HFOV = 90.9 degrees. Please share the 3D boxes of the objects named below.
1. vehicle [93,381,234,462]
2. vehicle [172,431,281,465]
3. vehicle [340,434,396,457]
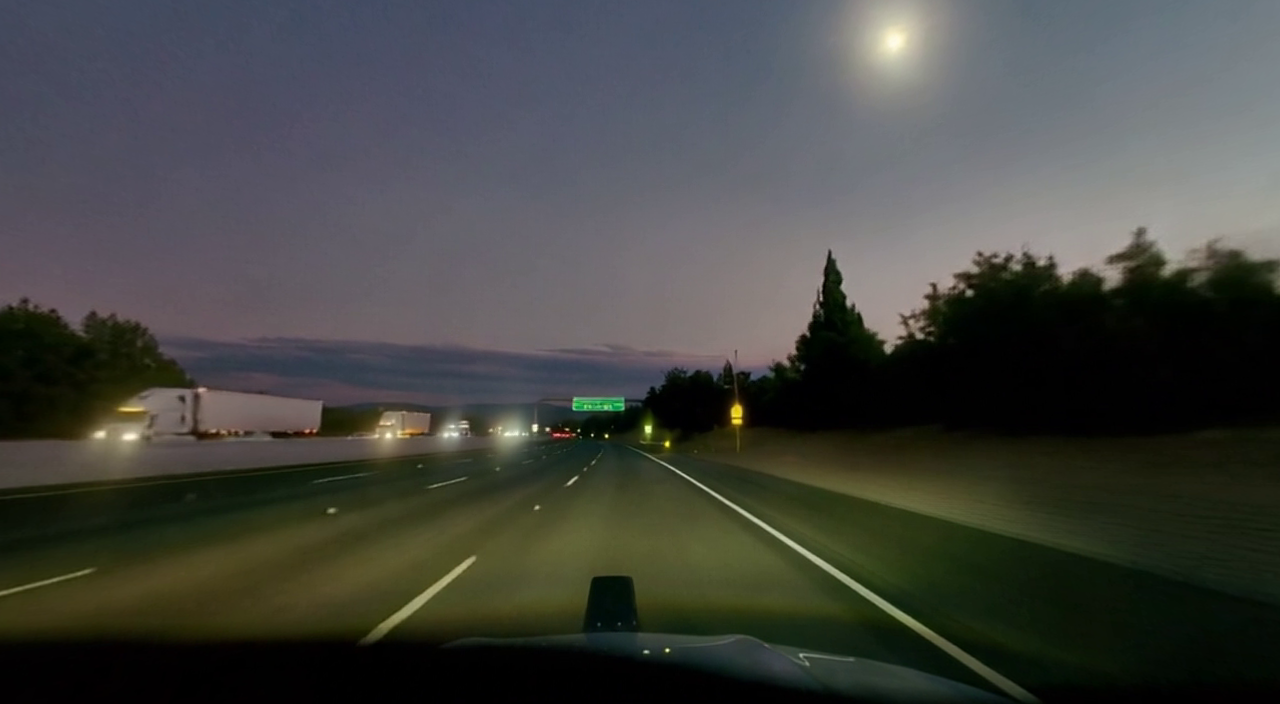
[{"bbox_3d":[-25.672,3.846,34.395,2.991,3.997,5.882,0,-8,-2],"label":"vehicle"},{"bbox_3d":[-18.239,4.250,28.118,1.982,1.414,4.336,0,-8,-1],"label":"vehicle"},{"bbox_3d":[-18.189,6.263,42.347,1.886,1.449,4.405,0,-8,-1],"label":"vehicle"}]
